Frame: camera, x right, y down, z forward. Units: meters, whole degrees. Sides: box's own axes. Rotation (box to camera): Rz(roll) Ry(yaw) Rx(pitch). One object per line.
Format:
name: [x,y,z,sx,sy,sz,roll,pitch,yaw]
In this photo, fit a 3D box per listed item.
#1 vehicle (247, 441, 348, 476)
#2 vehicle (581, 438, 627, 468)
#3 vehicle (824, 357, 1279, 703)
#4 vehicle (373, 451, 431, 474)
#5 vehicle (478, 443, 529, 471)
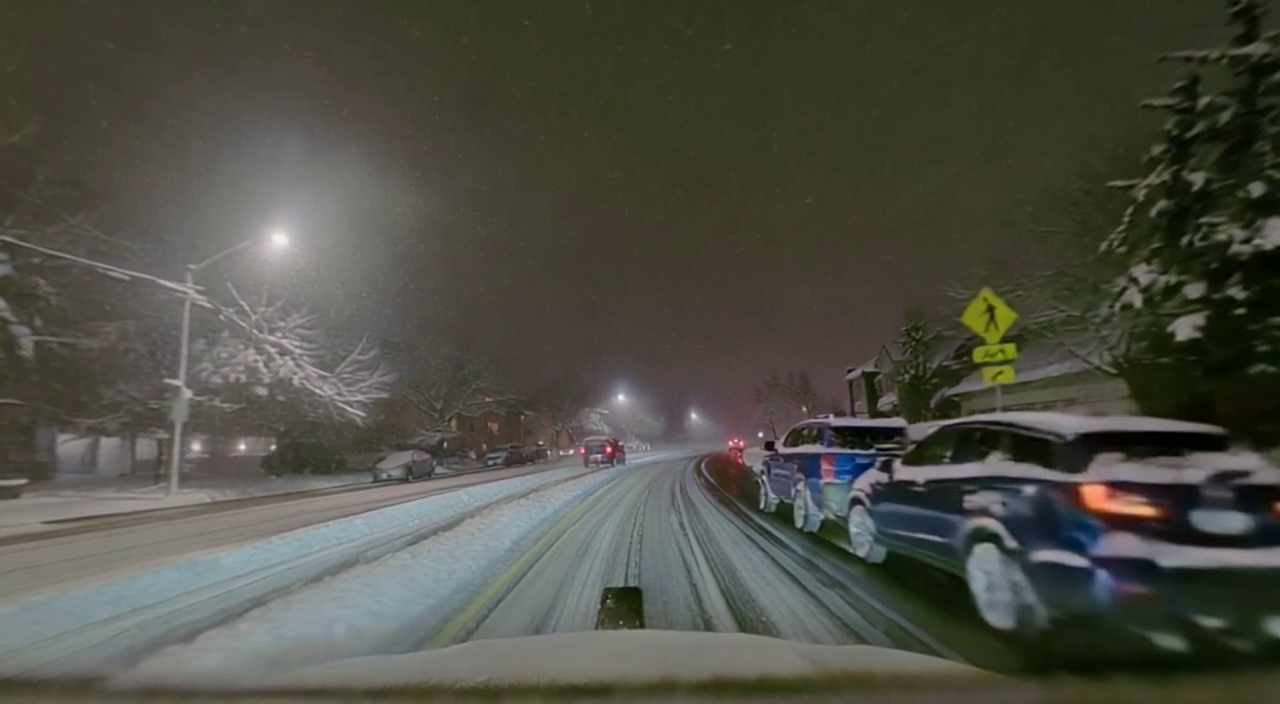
vehicle: [-19.429,6.060,35.926,4.628,1.808,1.899,0,-12,7]
vehicle: [-2.176,6.230,39.309,2.135,1.731,4.232,-1,-8,7]
vehicle: [3.406,1.298,5.455,2.147,1.725,4.927,3,-8,0]
vehicle: [-16.055,7.468,42.893,1.872,1.396,4.150,-1,-8,8]
vehicle: [-10.690,8.242,49.865,2.157,1.882,5.479,-5,-9,7]
